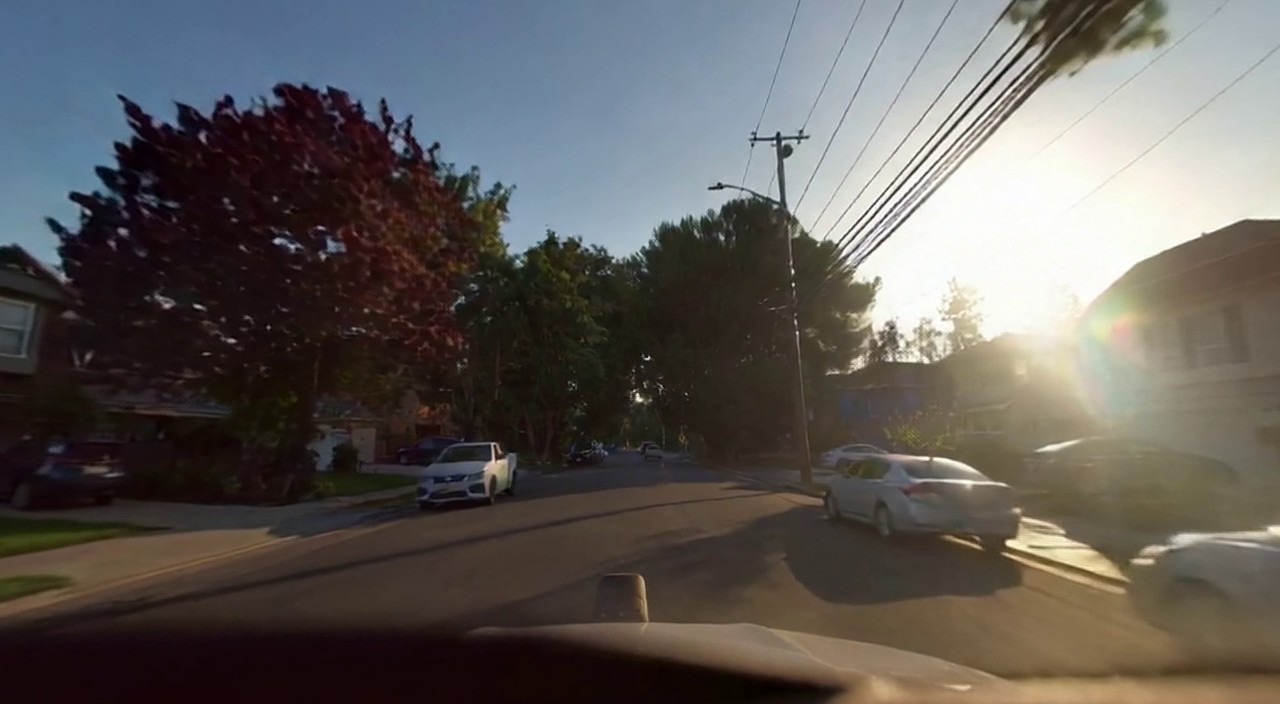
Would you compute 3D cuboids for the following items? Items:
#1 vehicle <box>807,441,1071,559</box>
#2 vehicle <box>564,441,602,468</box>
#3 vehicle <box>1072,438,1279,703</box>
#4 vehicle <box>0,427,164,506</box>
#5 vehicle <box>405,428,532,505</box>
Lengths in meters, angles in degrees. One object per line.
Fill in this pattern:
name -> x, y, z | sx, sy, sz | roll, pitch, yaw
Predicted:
vehicle -> 4.478, 2.258, 10.549 | 2.094, 1.490, 4.739 | 0, -8, 0
vehicle -> -4.032, 7.376, 45.591 | 2.207, 1.669, 4.363 | -2, -7, 1
vehicle -> 4.298, 1.076, 2.518 | 2.031, 1.471, 4.328 | 0, -8, -1
vehicle -> -14.200, 2.734, 15.452 | 4.702, 1.675, 1.984 | -4, -9, 25
vehicle -> -4.590, 3.103, 17.873 | 2.164, 1.810, 5.044 | 1, -7, 0
